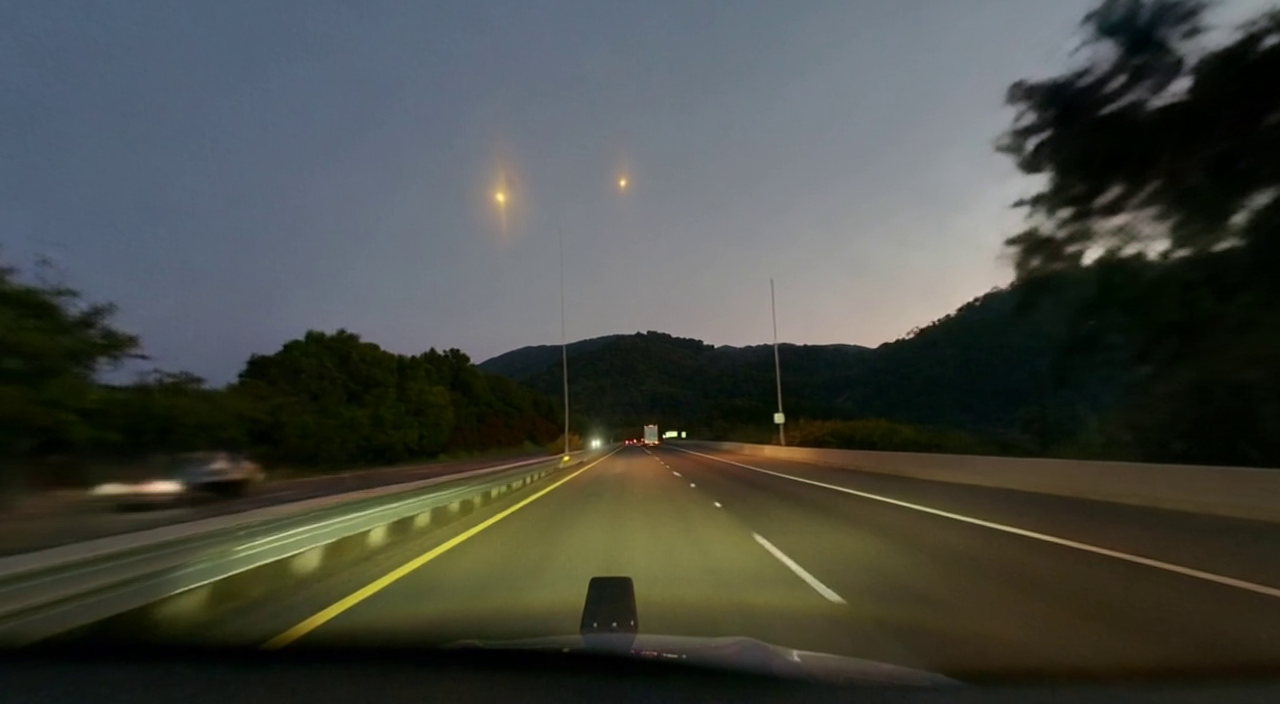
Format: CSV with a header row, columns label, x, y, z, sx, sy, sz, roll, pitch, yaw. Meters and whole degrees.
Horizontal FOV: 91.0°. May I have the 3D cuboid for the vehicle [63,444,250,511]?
label,x,y,z,sx,sy,sz,roll,pitch,yaw
vehicle,-12.958,3.331,17.277,1.880,1.544,4.154,0,-8,-2
